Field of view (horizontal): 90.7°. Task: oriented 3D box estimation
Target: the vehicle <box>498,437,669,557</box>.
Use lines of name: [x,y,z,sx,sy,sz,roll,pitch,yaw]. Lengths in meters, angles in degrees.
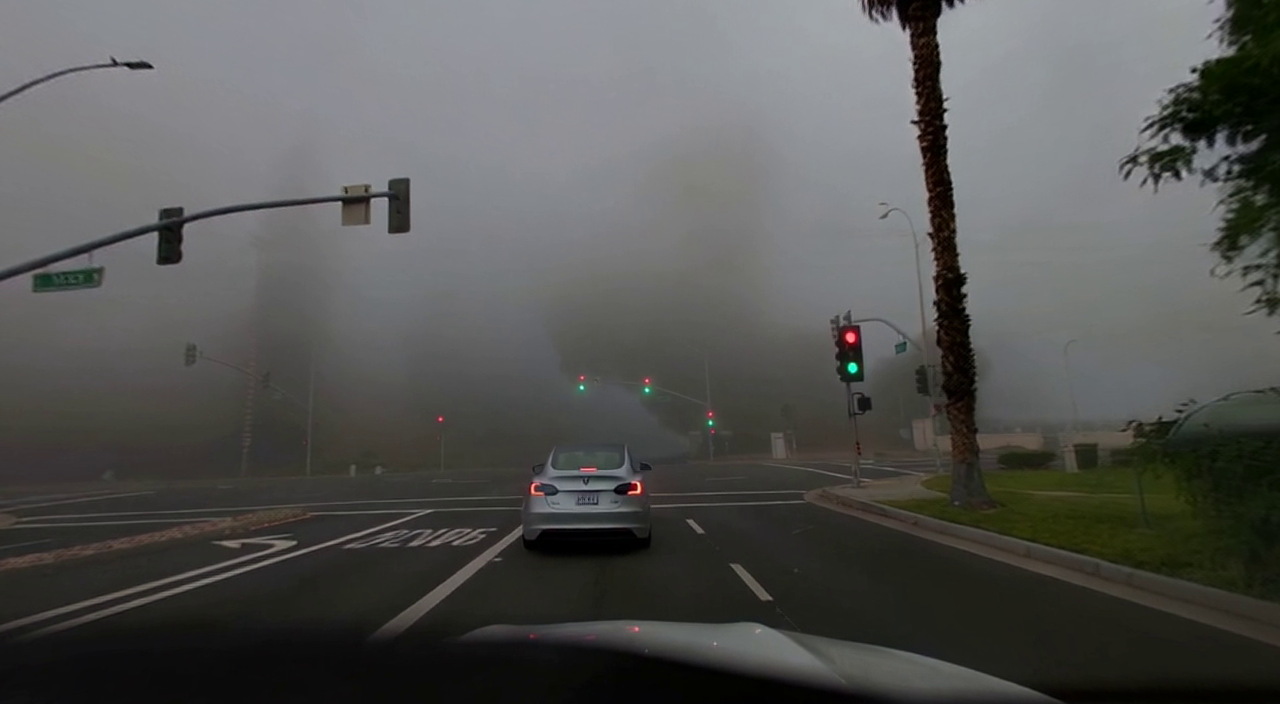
vehicle: [-0.760,2.155,10.167,2.152,1.478,4.229,0,-9,-1]
